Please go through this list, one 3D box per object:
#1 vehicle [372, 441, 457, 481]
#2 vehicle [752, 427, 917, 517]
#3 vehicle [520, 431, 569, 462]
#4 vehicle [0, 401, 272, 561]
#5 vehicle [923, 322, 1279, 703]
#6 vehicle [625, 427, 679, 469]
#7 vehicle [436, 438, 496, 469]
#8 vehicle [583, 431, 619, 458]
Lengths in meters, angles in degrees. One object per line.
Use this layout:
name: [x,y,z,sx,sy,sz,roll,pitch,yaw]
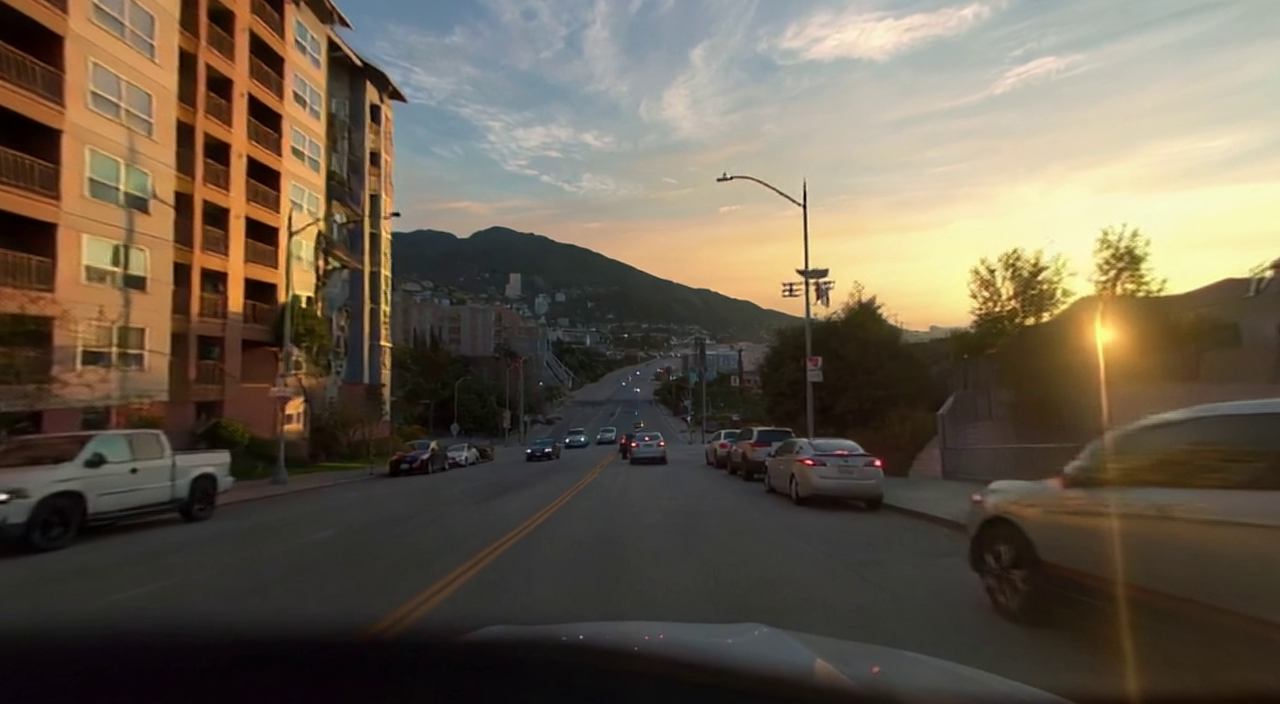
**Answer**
vehicle: [-9.211,4.462,26.195,2.021,1.474,4.337,0,-8,-2]
vehicle: [3.640,2.335,12.785,2.033,1.470,4.502,-1,-8,2]
vehicle: [-5.982,6.003,40.166,2.345,1.831,4.828,-1,-8,1]
vehicle: [-9.251,2.064,10.911,2.457,2.048,5.461,0,-8,0]
vehicle: [3.718,0.863,3.165,2.260,1.789,4.810,0,-8,-1]
vehicle: [0.539,4.337,28.633,2.261,1.740,4.065,0,-8,1]
vehicle: [-9.298,5.476,34.114,2.002,1.546,4.339,0,-8,0]
vehicle: [-2.613,6.366,43.321,2.219,1.746,4.197,0,-8,0]
